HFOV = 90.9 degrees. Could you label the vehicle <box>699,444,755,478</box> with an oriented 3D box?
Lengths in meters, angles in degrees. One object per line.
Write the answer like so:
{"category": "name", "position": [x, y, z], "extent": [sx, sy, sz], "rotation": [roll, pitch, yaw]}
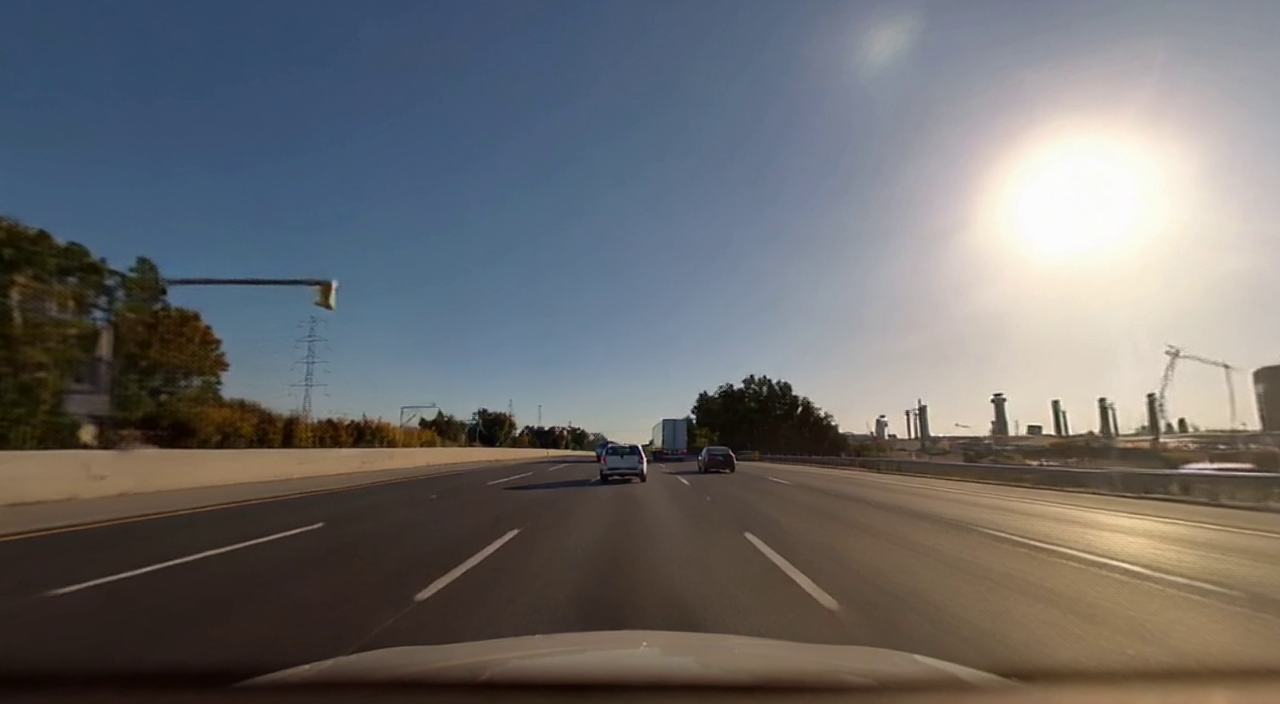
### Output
{"category": "vehicle", "position": [3.986, 5.070, 29.678], "extent": [1.971, 1.472, 4.301], "rotation": [0, -8, -1]}

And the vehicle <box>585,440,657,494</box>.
{"category": "vehicle", "position": [-0.499, 3.573, 20.016], "extent": [2.020, 1.516, 3.951], "rotation": [-1, -9, 2]}
